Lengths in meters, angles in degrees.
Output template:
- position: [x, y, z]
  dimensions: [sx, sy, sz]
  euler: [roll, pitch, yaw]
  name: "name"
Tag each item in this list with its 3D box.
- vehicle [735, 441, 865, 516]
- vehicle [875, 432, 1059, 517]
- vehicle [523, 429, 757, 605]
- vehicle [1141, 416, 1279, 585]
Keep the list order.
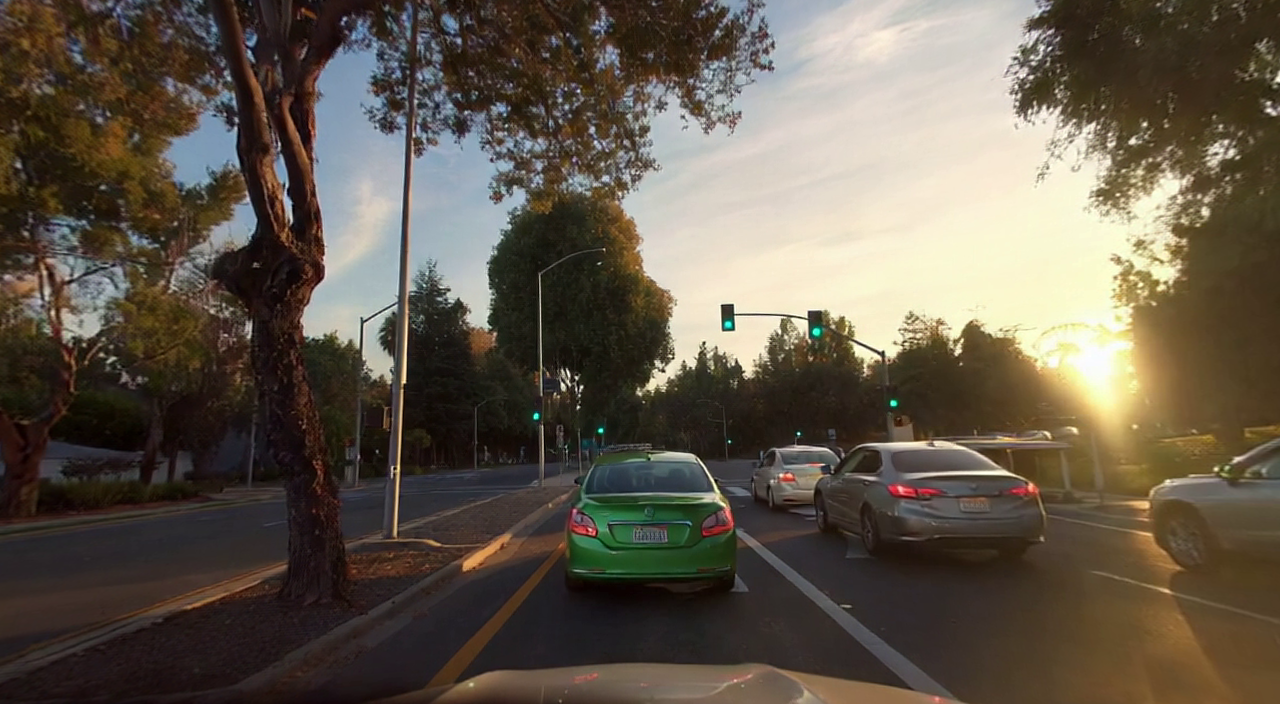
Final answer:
- position: [3.566, 2.905, 14.993]
  dimensions: [1.934, 1.494, 4.446]
  euler: [0, -9, 0]
  name: "vehicle"
- position: [7.043, 2.673, 14.174]
  dimensions: [1.923, 1.611, 4.094]
  euler: [0, -9, 0]
  name: "vehicle"
- position: [0.015, 1.745, 7.483]
  dimensions: [2.015, 1.502, 3.898]
  euler: [0, -9, 0]
  name: "vehicle"
- position: [6.938, 1.377, 5.806]
  dimensions: [1.783, 1.572, 3.421]
  euler: [0, -9, 1]
  name: "vehicle"
